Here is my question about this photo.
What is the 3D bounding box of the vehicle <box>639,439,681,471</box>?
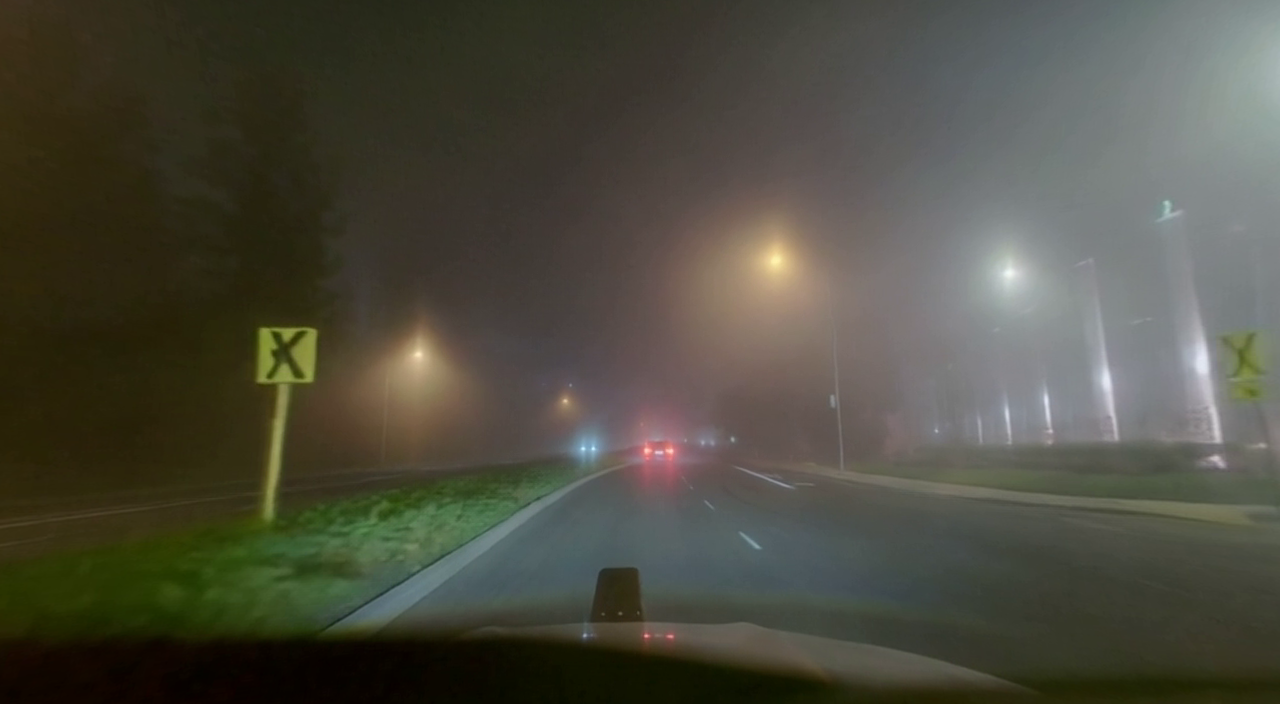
[{"bbox_3d":[1.093,5.567,34.298,2.158,1.600,3.865,-1,-9,2],"label":"vehicle"}]
